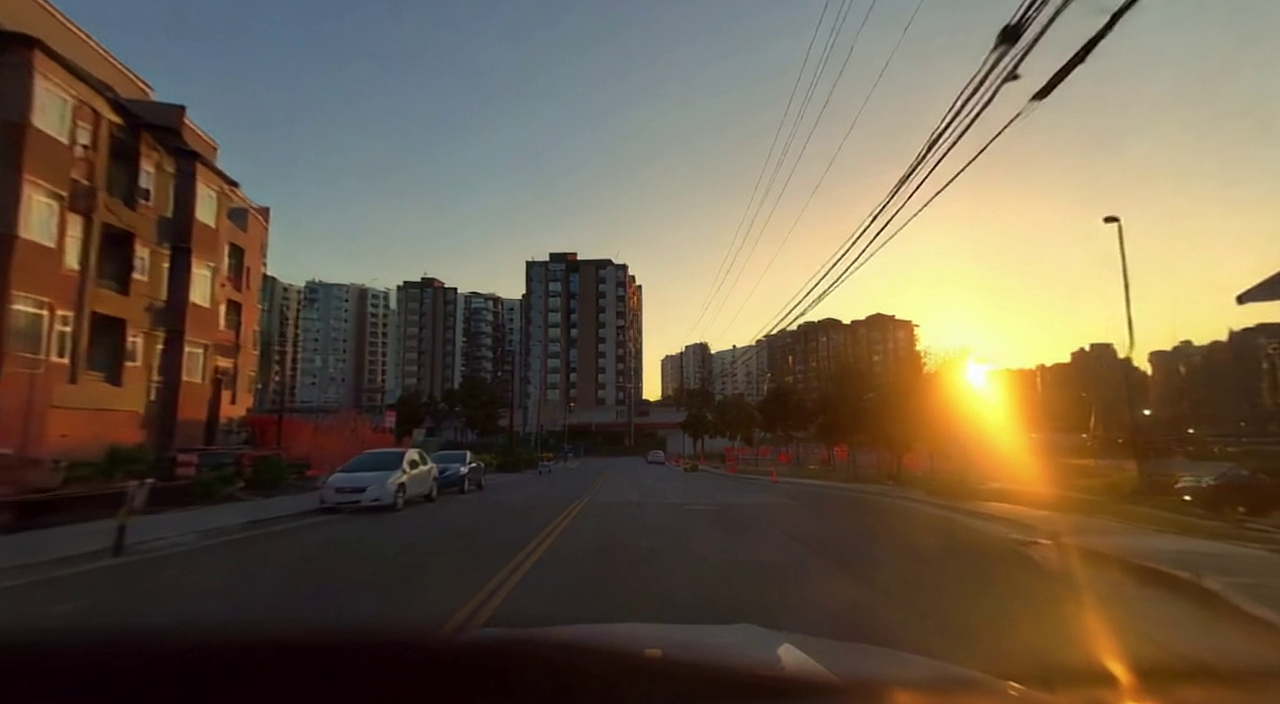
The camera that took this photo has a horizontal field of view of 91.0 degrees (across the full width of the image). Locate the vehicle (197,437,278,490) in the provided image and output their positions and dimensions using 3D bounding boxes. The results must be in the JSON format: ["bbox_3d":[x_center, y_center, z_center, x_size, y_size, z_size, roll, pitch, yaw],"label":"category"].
[{"bbox_3d":[-13.817,3.820,21.894,1.998,1.576,5.203,5,-10,-29],"label":"vehicle"}]

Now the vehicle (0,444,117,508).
[{"bbox_3d":[-15.421,2.924,14.938,4.041,1.426,2.120,5,-11,-23],"label":"vehicle"}]

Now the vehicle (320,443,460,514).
[{"bbox_3d":[-6.572,3.347,17.235,1.998,1.633,4.673,0,-9,-1],"label":"vehicle"}]
